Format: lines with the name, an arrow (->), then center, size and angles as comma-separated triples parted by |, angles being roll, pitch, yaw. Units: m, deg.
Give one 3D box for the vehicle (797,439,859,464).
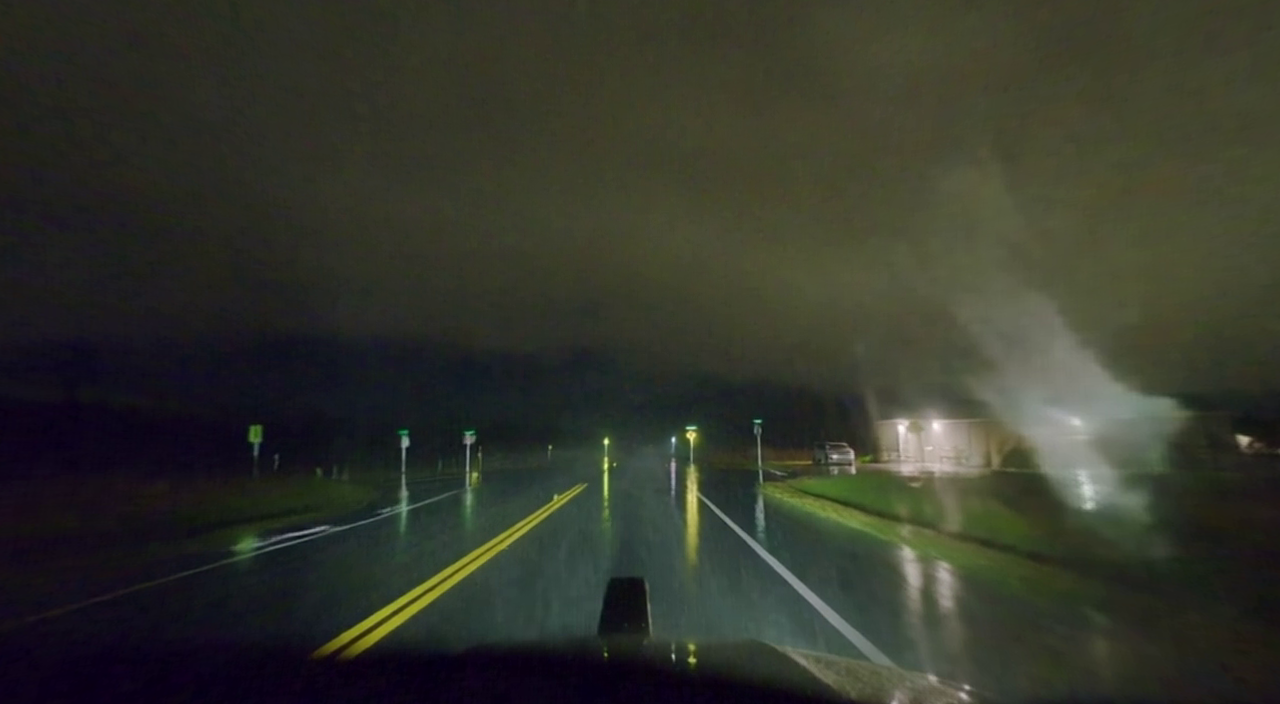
vehicle -> 14.591, 7.780, 49.226 | 2.037, 1.829, 4.919 | 3, -9, -20
